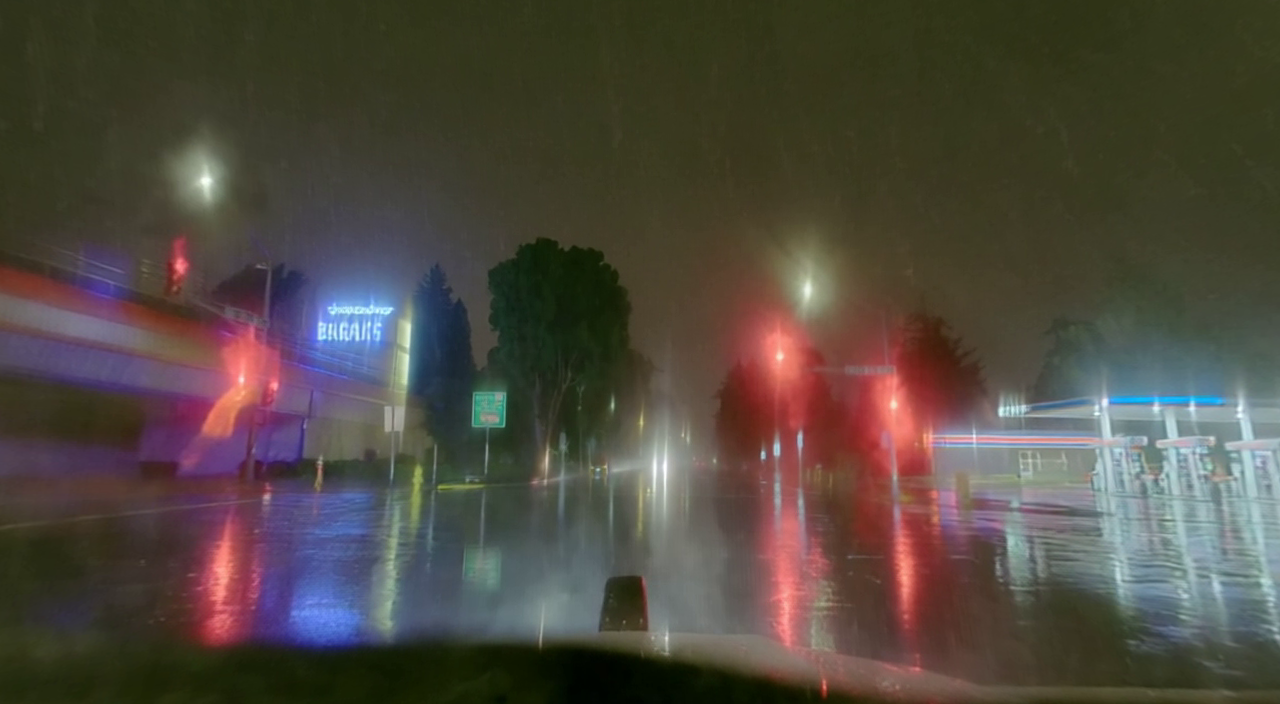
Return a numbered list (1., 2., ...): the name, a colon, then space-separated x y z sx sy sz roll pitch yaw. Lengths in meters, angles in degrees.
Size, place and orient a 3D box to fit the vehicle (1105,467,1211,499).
1. vehicle: 28.014 7.069 34.308 1.897 1.466 4.211 1 -8 -6
